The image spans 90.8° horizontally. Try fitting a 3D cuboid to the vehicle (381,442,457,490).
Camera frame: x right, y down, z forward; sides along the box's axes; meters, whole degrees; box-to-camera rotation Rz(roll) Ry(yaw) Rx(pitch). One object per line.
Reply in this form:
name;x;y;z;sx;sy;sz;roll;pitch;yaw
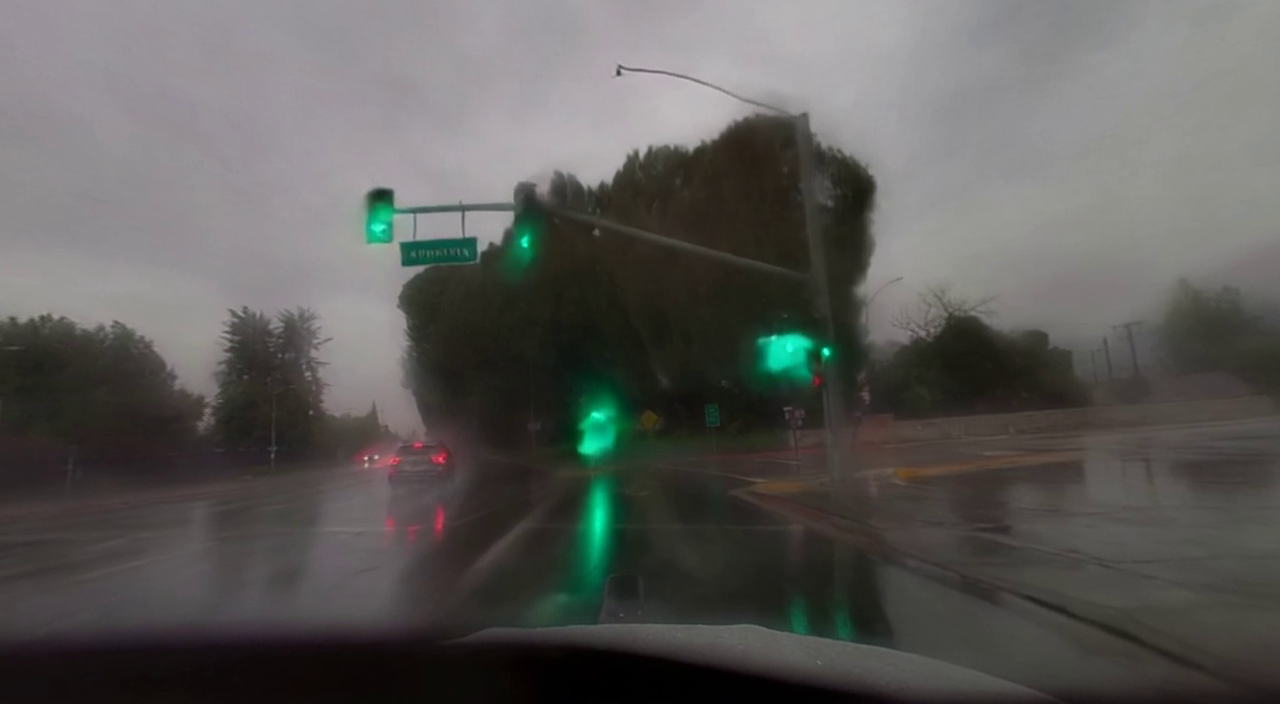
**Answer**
vehicle;-8.588;4.430;25.020;2.134;1.707;4.471;1;-8;-10
